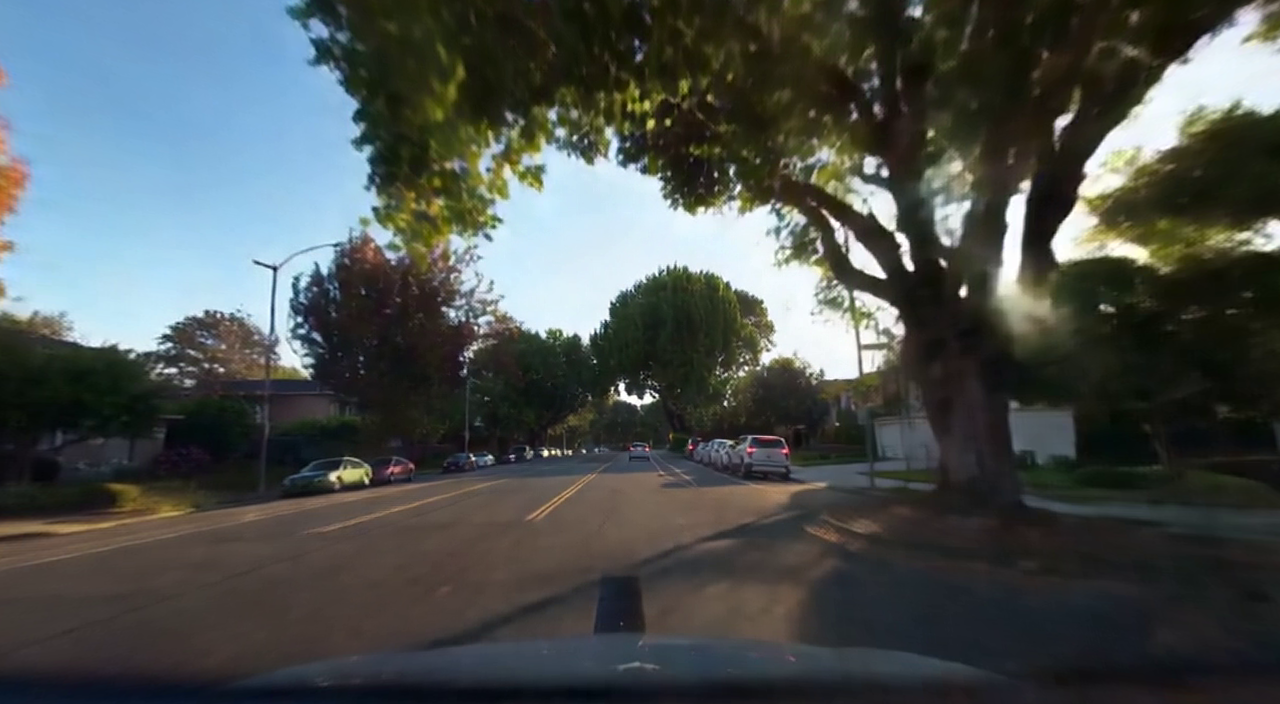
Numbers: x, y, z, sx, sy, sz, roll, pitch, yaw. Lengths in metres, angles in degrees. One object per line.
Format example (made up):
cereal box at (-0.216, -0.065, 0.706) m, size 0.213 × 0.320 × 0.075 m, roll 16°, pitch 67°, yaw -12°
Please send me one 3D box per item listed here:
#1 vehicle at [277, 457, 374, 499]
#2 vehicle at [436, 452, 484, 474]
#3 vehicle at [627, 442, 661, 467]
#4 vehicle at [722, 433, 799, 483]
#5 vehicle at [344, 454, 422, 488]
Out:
vehicle at (-12.868, 5.147, 26.177) m, size 1.834 × 1.467 × 4.357 m, roll 0°, pitch -9°, yaw -1°
vehicle at (-12.924, 7.984, 45.677) m, size 1.969 × 1.490 × 4.675 m, roll 0°, pitch -9°, yaw 1°
vehicle at (0.192, 6.356, 39.448) m, size 2.022 × 1.471 × 3.973 m, roll 0°, pitch -9°, yaw -1°
vehicle at (4.794, 4.296, 25.867) m, size 2.022 × 1.799 × 5.105 m, roll 0°, pitch -9°, yaw -1°
vehicle at (-12.775, 5.921, 31.786) m, size 1.880 × 1.523 × 4.833 m, roll 0°, pitch -9°, yaw 1°
